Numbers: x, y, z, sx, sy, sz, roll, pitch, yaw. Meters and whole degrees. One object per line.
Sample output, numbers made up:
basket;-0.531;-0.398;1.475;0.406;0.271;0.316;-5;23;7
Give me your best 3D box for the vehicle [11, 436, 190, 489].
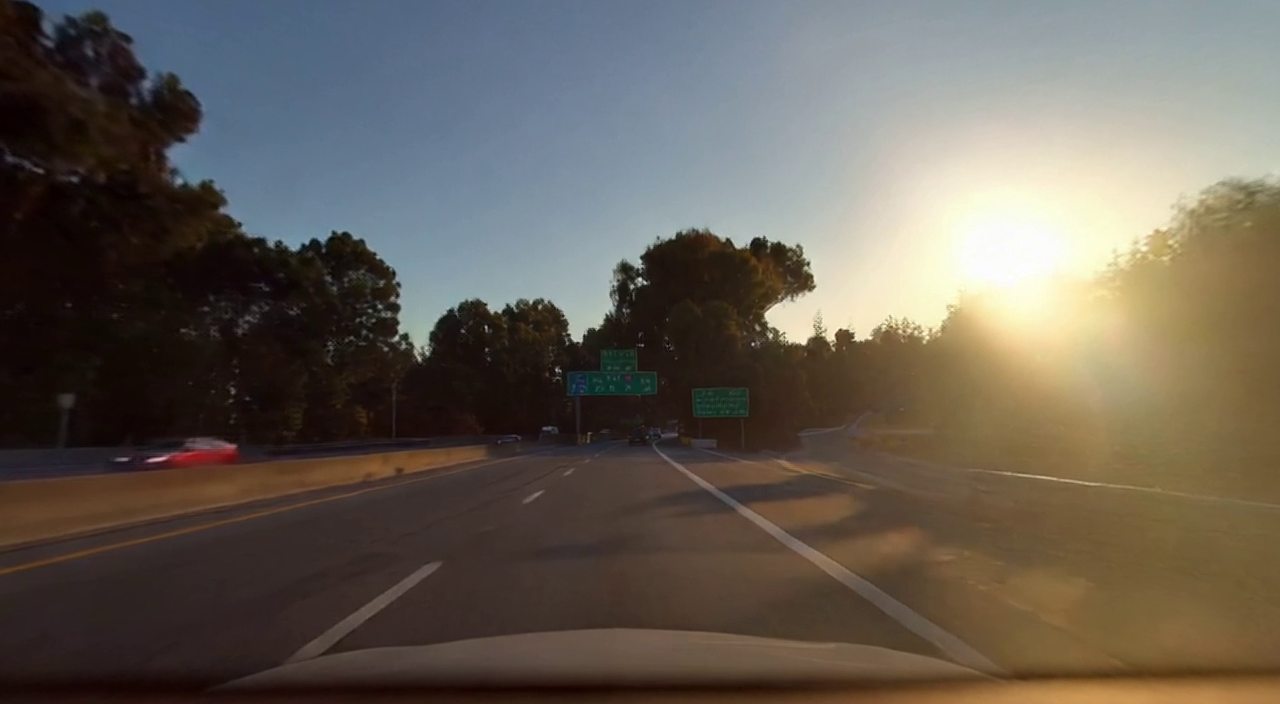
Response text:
vehicle;-16.988;3.449;20.240;1.783;1.480;4.553;0;-8;-1
